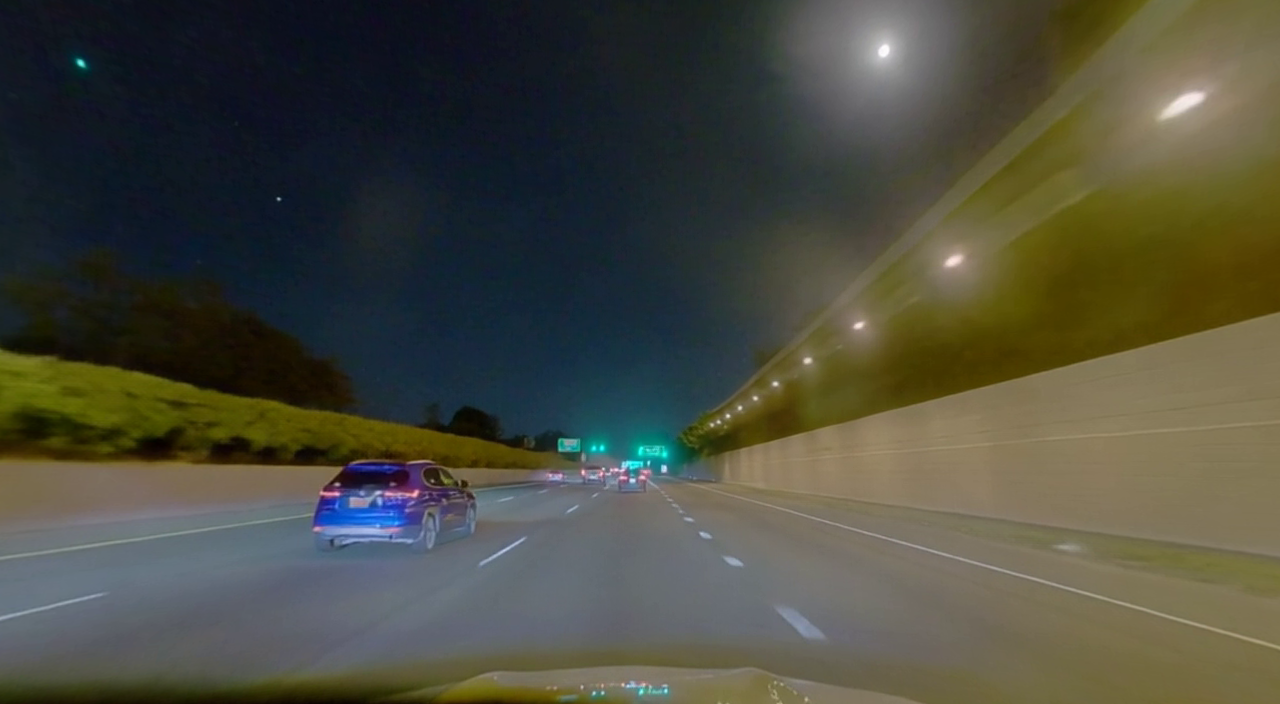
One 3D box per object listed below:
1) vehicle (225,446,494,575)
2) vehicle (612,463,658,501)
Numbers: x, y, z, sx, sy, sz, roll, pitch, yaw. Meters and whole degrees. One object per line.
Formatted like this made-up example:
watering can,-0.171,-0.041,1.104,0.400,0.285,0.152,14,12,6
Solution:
vehicle,-3.960,2.369,10.053,2.102,1.521,4.687,1,-11,0
vehicle,-0.252,6.048,29.437,1.992,1.601,3.762,1,-11,-1
